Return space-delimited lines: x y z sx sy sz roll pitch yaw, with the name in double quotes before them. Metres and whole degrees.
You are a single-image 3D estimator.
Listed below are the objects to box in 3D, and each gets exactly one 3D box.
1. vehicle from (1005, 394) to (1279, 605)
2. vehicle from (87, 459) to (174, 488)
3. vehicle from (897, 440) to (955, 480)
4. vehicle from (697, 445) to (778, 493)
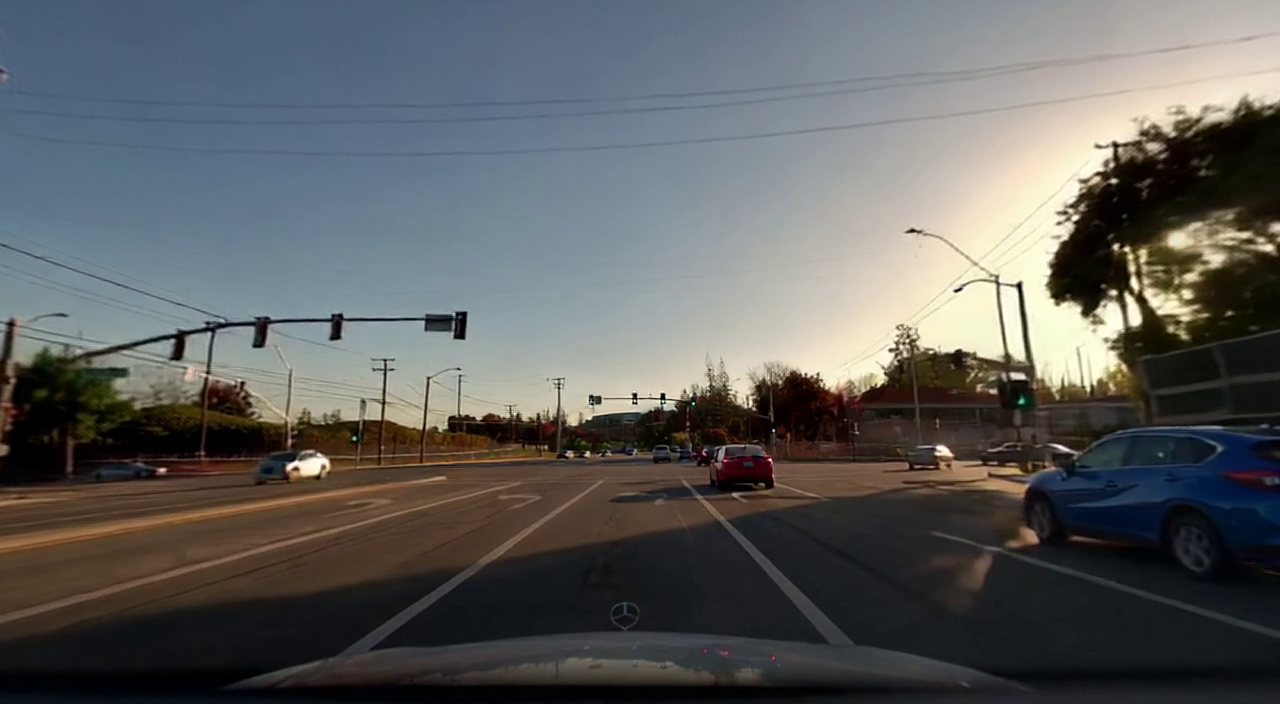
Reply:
"vehicle" 6.539 1.543 7.280 2.029 1.795 4.371 0 -8 0
"vehicle" -37.144 8.866 46.131 4.650 1.672 2.119 -4 -8 1
"vehicle" 13.704 5.157 30.462 1.949 1.758 4.215 -3 -9 17
"vehicle" 3.212 3.944 21.727 2.035 1.460 4.392 0 -8 -1
